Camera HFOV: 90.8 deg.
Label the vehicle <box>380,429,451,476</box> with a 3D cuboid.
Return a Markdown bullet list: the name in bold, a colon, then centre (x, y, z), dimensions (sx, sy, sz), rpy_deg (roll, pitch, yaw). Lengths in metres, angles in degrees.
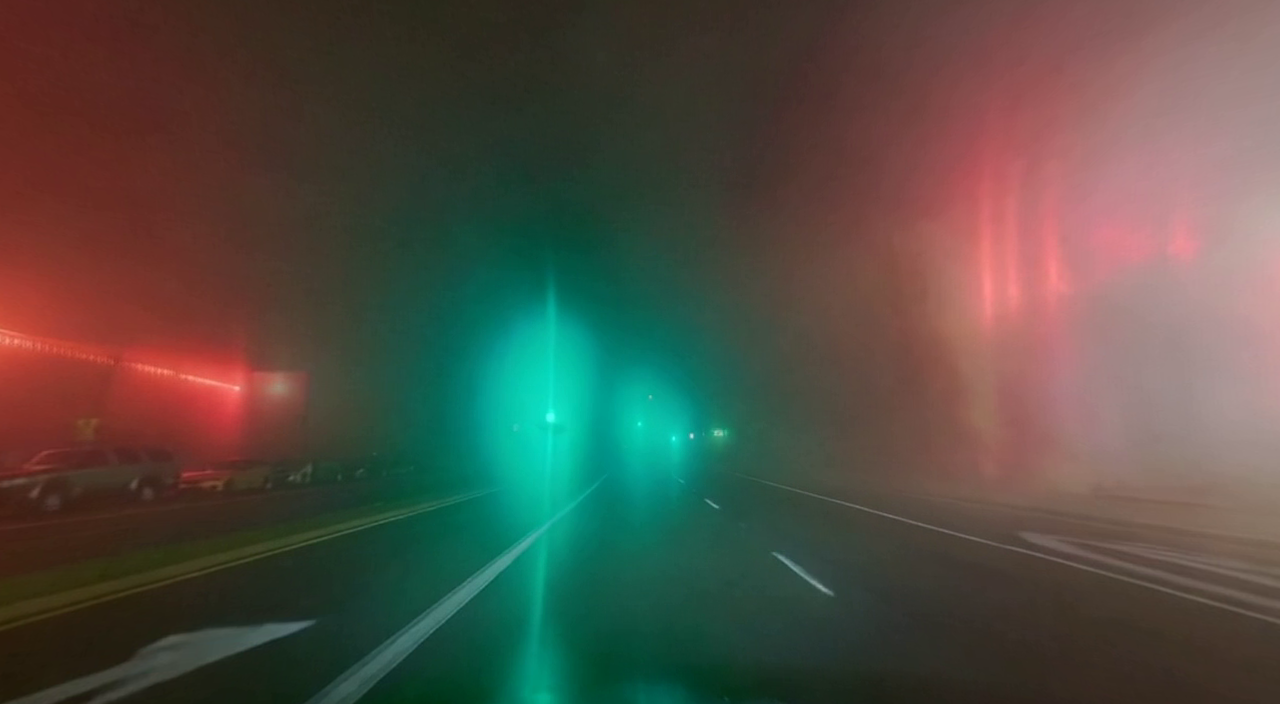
- **vehicle**: centre (-15.267, 6.911, 43.518), dimensions (2.335, 2.896, 6.785), rpy_deg (-1, -9, 0)

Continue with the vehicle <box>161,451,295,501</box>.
- **vehicle**: centre (-15.377, 4.603, 23.934), dimensions (1.892, 1.624, 4.645), rpy_deg (0, -8, 1)

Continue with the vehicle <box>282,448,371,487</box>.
- **vehicle**: centre (-15.314, 5.633, 31.251), dimensions (1.989, 1.747, 5.019), rpy_deg (-1, -9, -2)

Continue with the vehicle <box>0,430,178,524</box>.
- **vehicle**: centre (-15.416, 3.248, 16.764), dimensions (2.246, 2.081, 5.416), rpy_deg (-1, -9, -1)

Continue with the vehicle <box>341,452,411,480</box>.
- **vehicle**: centre (-15.320, 6.597, 36.955), dimensions (1.929, 1.471, 4.919), rpy_deg (0, -8, 1)
